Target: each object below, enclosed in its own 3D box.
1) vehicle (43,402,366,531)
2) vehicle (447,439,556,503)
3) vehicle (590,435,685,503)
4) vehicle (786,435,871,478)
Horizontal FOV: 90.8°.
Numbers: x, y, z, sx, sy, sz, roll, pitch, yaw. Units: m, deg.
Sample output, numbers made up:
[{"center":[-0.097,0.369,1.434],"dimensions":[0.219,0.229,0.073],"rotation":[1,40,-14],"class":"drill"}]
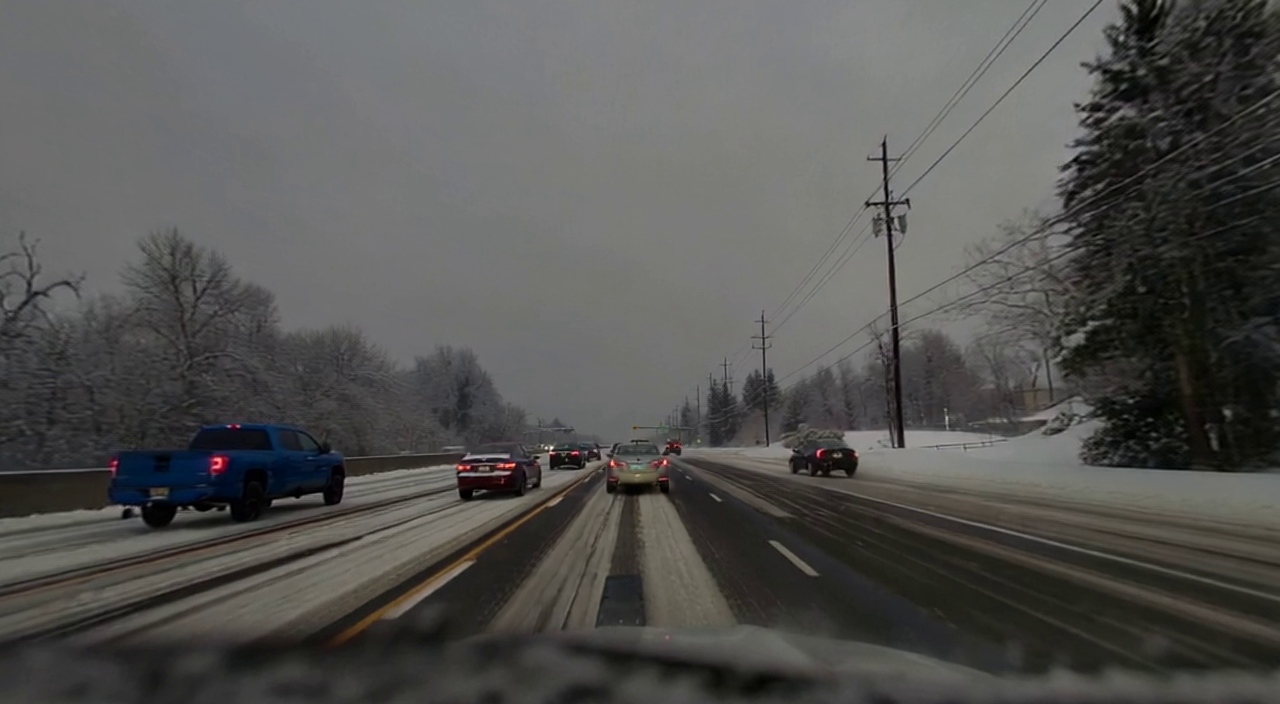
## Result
[{"center":[-7.817,2.151,12.400],"dimensions":[2.194,1.922,5.637],"rotation":[0,-8,2],"class":"vehicle"},{"center":[-3.455,3.046,16.636],"dimensions":[1.899,1.437,4.131],"rotation":[0,-8,1],"class":"vehicle"},{"center":[-0.085,2.951,16.374],"dimensions":[2.102,1.499,4.439],"rotation":[0,-8,-1],"class":"vehicle"},{"center":[8.139,4.570,27.808],"dimensions":[2.205,1.701,4.601],"rotation":[0,-8,-1],"class":"vehicle"}]
